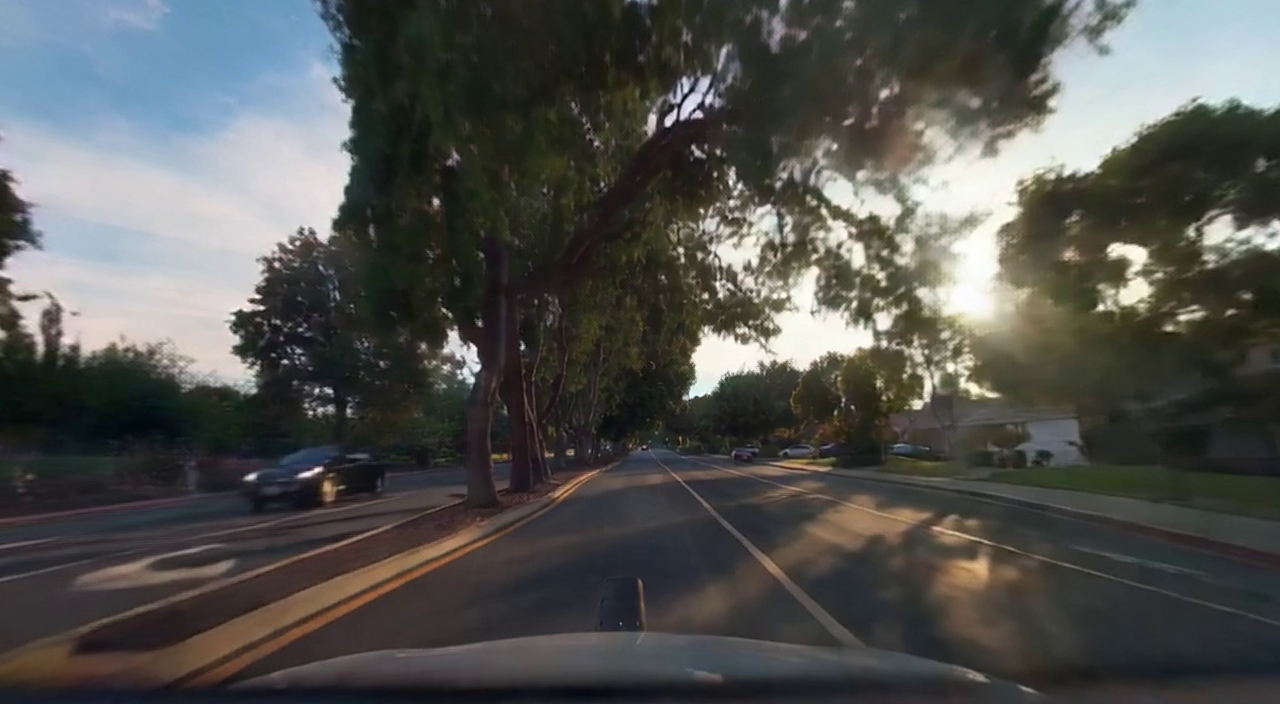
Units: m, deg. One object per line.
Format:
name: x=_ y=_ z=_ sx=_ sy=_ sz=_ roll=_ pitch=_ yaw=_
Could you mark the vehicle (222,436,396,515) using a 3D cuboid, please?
vehicle: x=-8.285 y=3.104 z=16.341 sx=2.118 sy=1.733 sz=4.372 roll=0 pitch=-9 yaw=0
